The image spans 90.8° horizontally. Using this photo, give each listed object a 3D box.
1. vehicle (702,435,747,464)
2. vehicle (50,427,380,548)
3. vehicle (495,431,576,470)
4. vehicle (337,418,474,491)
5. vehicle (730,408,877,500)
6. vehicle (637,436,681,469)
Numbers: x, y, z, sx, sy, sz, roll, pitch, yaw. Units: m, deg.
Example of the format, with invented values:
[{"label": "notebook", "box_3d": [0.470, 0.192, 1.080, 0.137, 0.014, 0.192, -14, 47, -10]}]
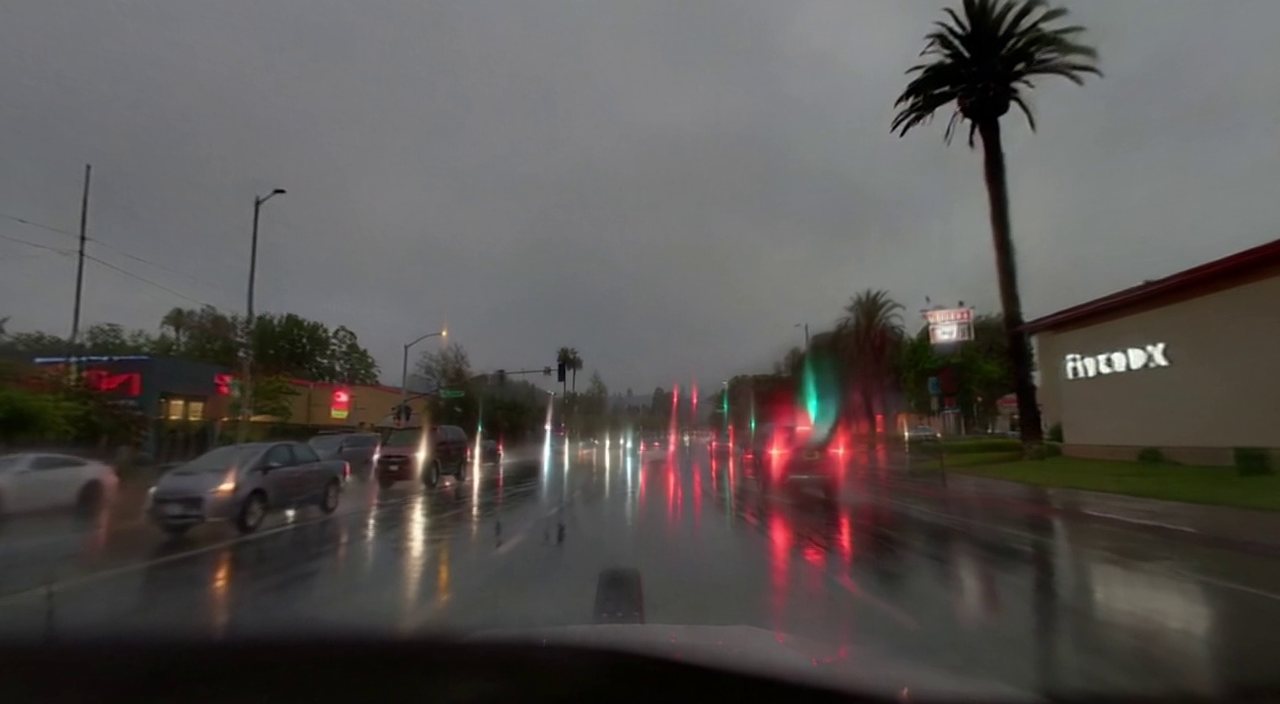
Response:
[{"label": "vehicle", "box_3d": [4.664, 5.473, 35.602, 2.149, 1.532, 4.168, -1, -8, 3]}, {"label": "vehicle", "box_3d": [-6.353, 2.067, 10.430, 1.935, 1.483, 4.973, 0, -8, 1]}, {"label": "vehicle", "box_3d": [-5.020, 4.840, 31.174, 2.088, 1.746, 4.650, -3, -9, 17]}, {"label": "vehicle", "box_3d": [-6.767, 3.039, 18.920, 2.127, 1.888, 4.637, -1, -8, 2]}, {"label": "vehicle", "box_3d": [3.820, 2.536, 15.968, 2.267, 1.931, 5.145, 0, -8, -1]}, {"label": "vehicle", "box_3d": [1.003, 4.989, 31.529, 2.057, 1.492, 3.825, -1, -8, 4]}]
